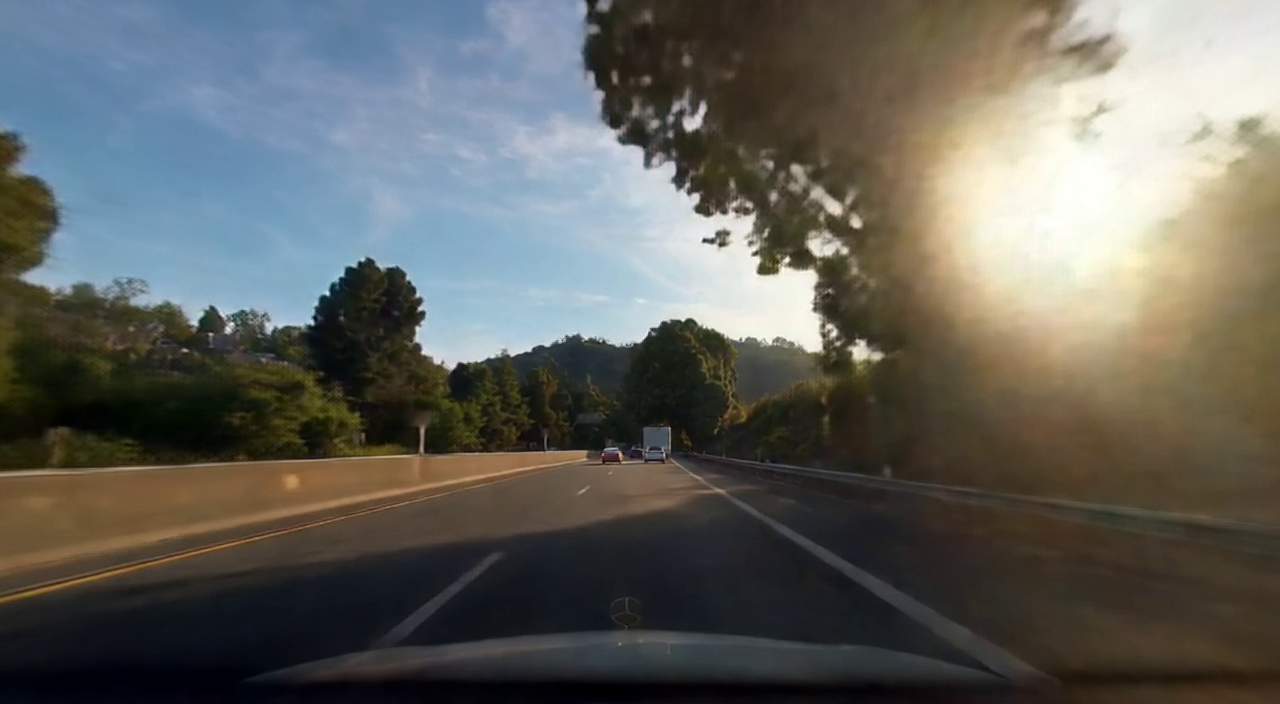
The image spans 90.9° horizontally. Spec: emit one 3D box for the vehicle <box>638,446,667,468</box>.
[{"bbox_3d":[0.876,7.385,44.407,1.934,1.488,3.832,0,-9,1],"label":"vehicle"}]
